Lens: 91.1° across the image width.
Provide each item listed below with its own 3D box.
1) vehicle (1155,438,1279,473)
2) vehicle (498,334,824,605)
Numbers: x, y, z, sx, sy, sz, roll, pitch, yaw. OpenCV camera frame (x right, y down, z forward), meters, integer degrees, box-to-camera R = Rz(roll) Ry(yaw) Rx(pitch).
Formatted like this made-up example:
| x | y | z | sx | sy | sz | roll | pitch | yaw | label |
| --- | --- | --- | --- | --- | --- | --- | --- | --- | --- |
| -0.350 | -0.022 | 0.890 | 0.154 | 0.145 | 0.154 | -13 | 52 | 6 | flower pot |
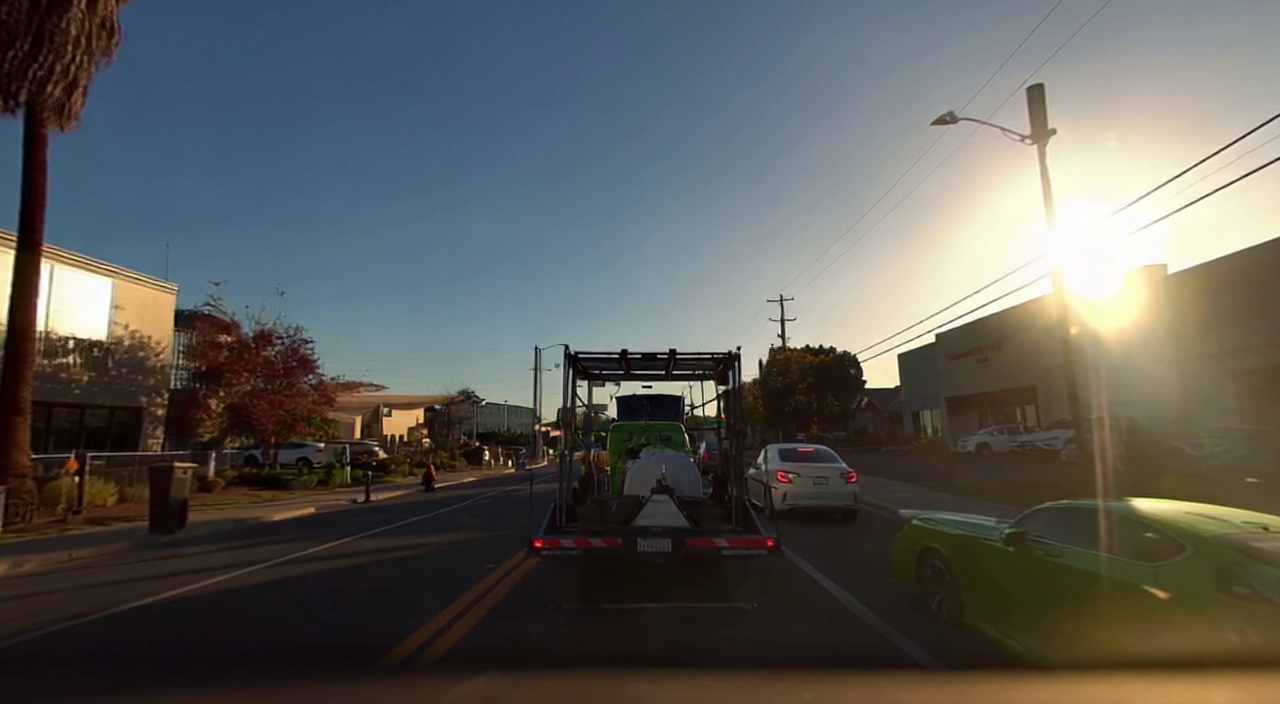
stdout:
| x | y | z | sx | sy | sz | roll | pitch | yaw | label |
| --- | --- | --- | --- | --- | --- | --- | --- | --- | --- |
| 28.574 | 5.094 | 31.129 | 4.193 | 1.633 | 1.928 | -4 | -9 | 26 | vehicle |
| 0.177 | 1.466 | 8.654 | 2.728 | 2.305 | 6.506 | 0 | -9 | 0 | vehicle |
